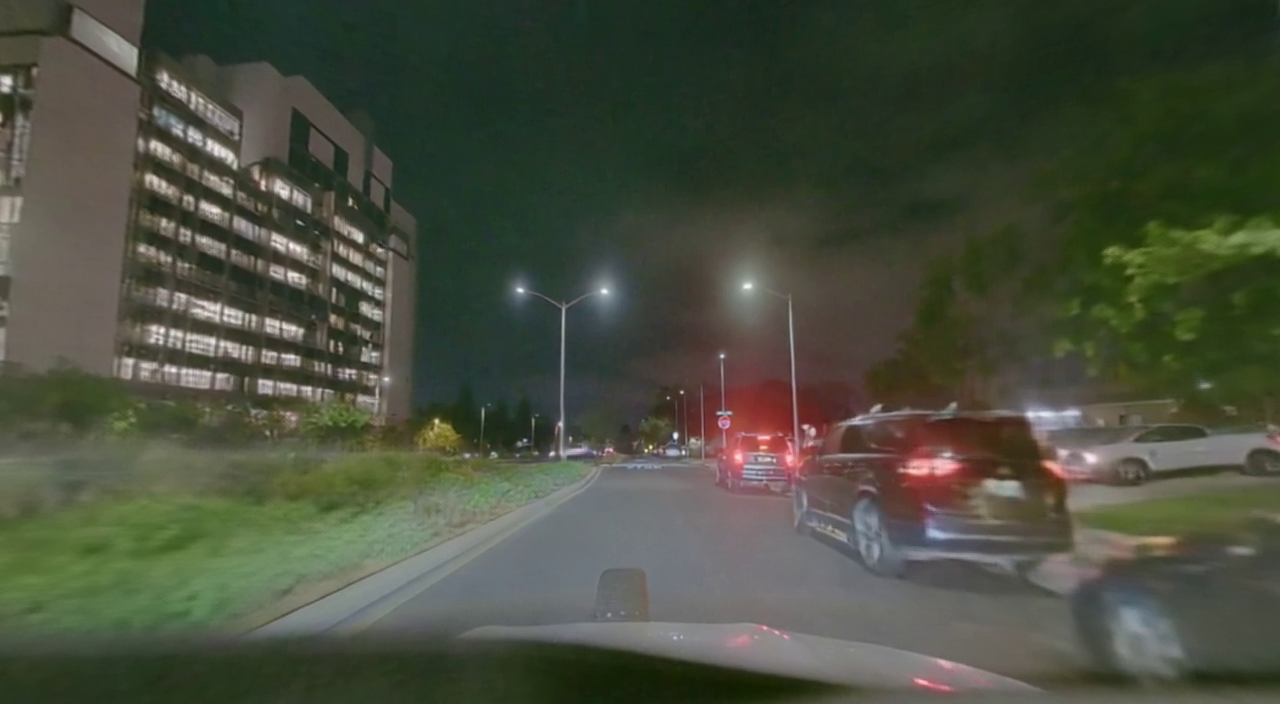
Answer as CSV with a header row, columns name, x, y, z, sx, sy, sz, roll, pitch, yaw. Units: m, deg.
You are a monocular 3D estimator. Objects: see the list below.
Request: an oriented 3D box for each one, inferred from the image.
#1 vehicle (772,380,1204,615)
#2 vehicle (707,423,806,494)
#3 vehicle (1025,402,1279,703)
name,x,y,z,sx,sy,sz,roll,pitch,yaw
vehicle,3.162,1.458,7.266,2.150,1.770,4.801,0,-9,-1
vehicle,3.266,3.113,18.687,2.067,1.846,4.384,0,-8,0
vehicle,3.185,0.793,1.503,1.848,1.442,4.425,0,-8,2
